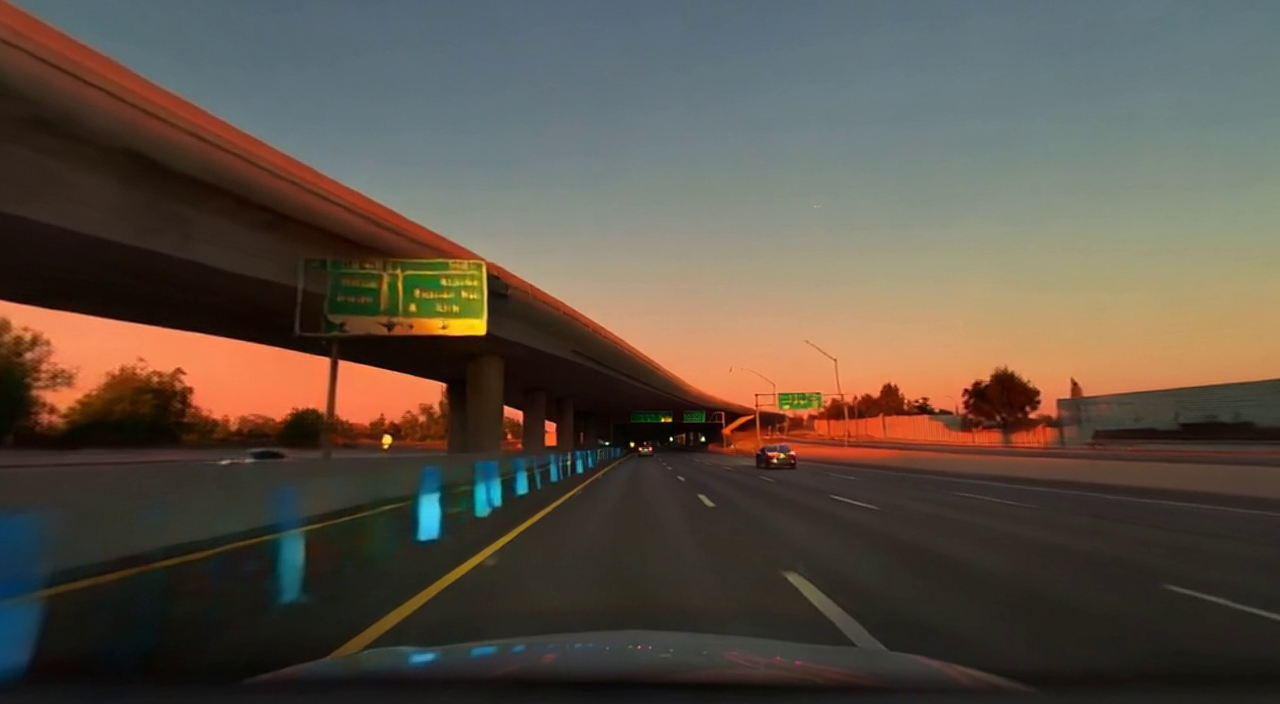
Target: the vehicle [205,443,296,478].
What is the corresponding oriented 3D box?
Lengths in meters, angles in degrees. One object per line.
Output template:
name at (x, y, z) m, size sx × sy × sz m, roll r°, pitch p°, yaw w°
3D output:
vehicle at (-20.200, 5.604, 32.946) m, size 1.997 × 1.666 × 4.212 m, roll 0°, pitch -8°, yaw 0°
